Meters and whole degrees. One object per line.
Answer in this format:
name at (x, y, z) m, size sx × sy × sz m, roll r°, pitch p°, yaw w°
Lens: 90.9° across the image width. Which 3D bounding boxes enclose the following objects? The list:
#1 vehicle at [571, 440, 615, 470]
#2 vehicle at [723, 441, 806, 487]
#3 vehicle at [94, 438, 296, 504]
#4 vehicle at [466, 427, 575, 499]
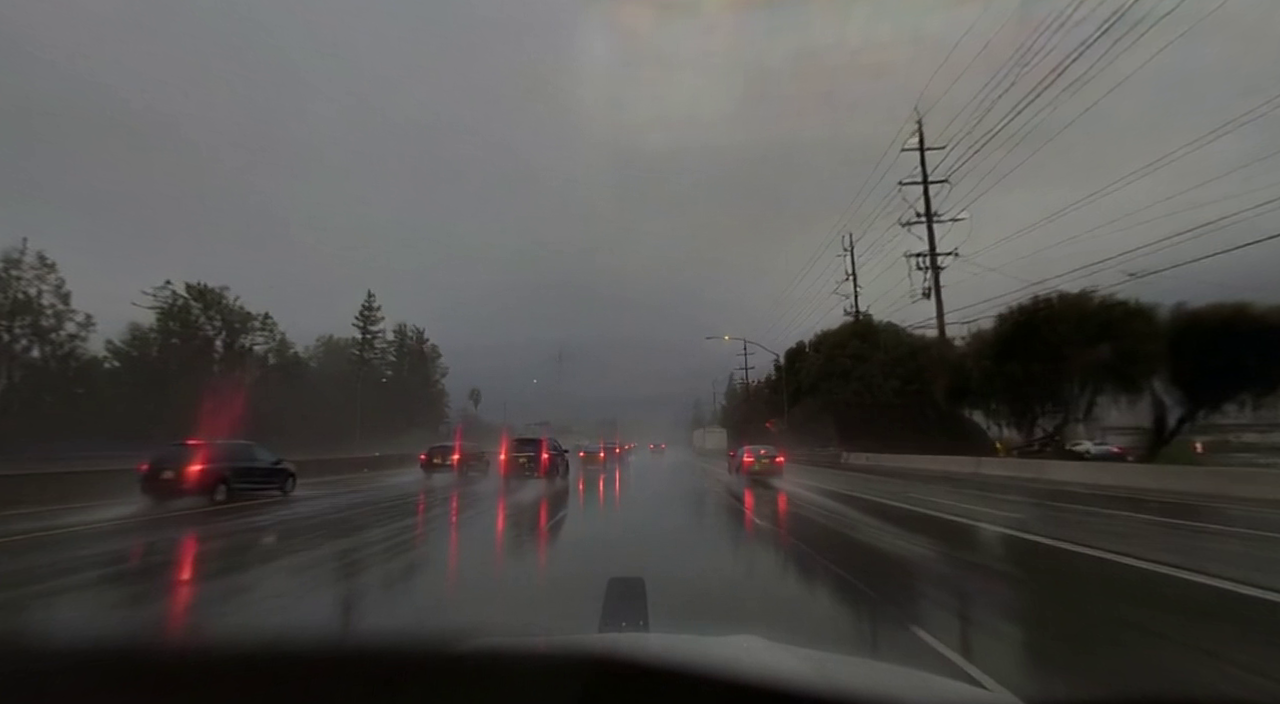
vehicle at (-2.689, 6.038, 37.252) m, size 2.133 × 1.668 × 4.505 m, roll 0°, pitch -8°, yaw 2°
vehicle at (4.349, 3.971, 22.783) m, size 2.022 × 1.472 × 4.678 m, roll 0°, pitch -8°, yaw 0°
vehicle at (-11.239, 3.006, 16.446) m, size 1.877 × 1.458 × 4.543 m, roll 0°, pitch -8°, yaw 1°
vehicle at (-3.220, 3.116, 18.036) m, size 2.133 × 1.775 × 4.530 m, roll 0°, pitch -8°, yaw 1°
